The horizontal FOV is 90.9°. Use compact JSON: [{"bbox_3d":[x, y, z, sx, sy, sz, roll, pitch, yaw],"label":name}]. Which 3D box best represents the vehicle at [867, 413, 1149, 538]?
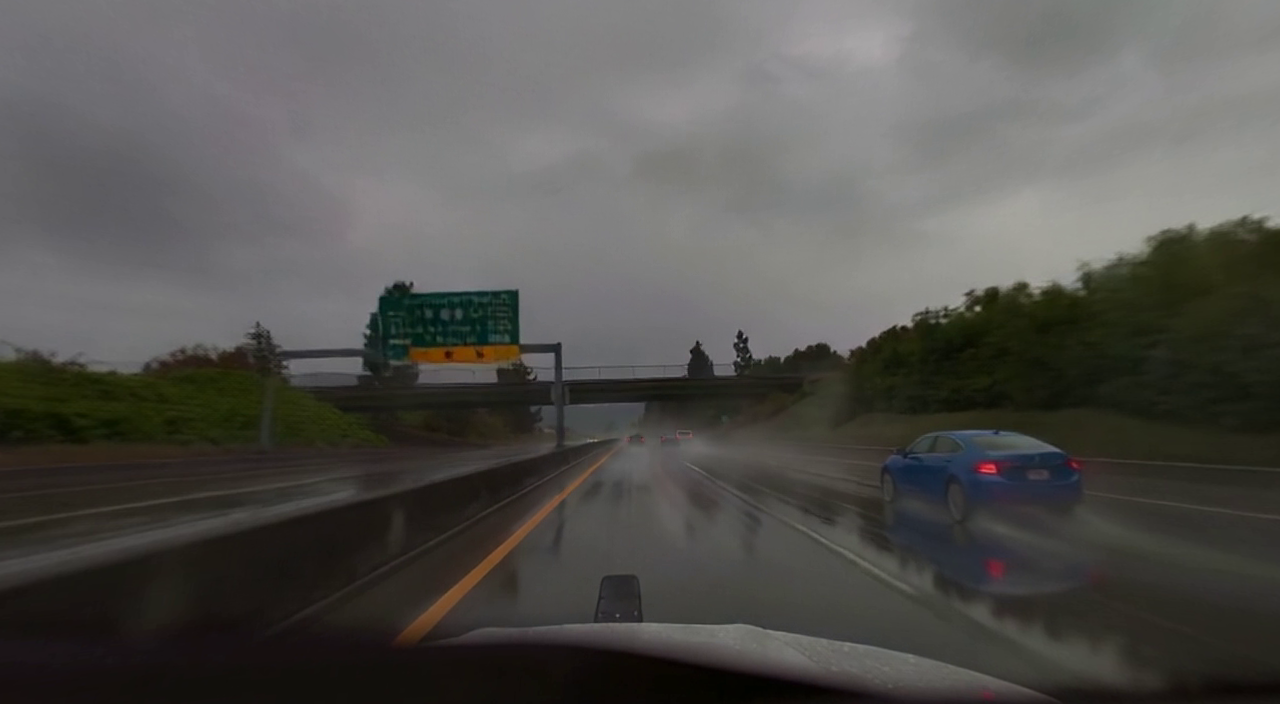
[{"bbox_3d":[5.473,1.855,10.168,1.940,1.578,4.122,0,-8,-2],"label":"vehicle"}]
